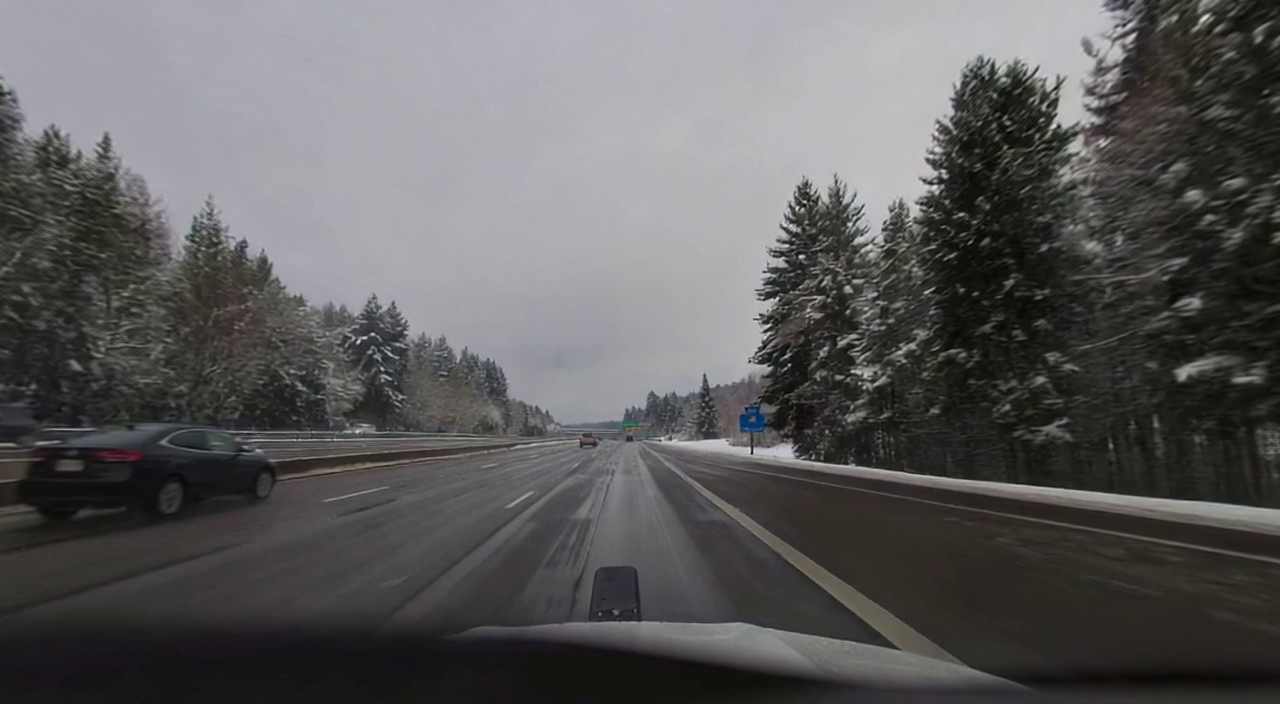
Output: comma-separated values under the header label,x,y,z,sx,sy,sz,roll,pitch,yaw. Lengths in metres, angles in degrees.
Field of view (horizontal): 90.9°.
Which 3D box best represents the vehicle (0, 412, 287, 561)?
label,x,y,z,sx,sy,sz,roll,pitch,yaw
vehicle,-7.792,1.775,9.356,2.092,1.574,5.251,0,-7,-1
